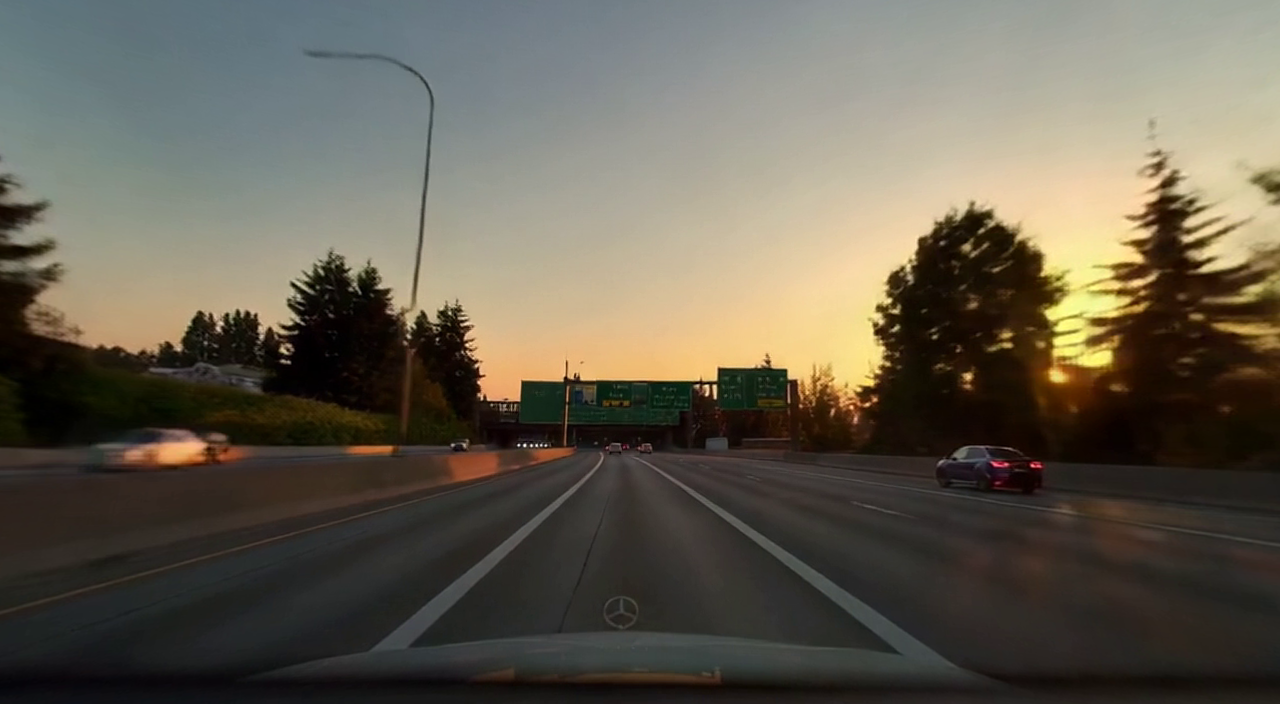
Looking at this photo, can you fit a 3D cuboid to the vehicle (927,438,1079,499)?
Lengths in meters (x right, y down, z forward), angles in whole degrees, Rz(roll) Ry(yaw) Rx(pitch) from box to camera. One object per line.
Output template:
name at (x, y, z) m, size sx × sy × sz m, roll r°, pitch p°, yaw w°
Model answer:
vehicle at (9.806, 3.165, 17.335) m, size 1.853 × 1.463 × 3.780 m, roll 0°, pitch -9°, yaw -1°

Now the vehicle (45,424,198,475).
vehicle at (-17.157, 3.268, 21.026) m, size 1.776 × 1.493 × 3.970 m, roll 0°, pitch -9°, yaw -2°
